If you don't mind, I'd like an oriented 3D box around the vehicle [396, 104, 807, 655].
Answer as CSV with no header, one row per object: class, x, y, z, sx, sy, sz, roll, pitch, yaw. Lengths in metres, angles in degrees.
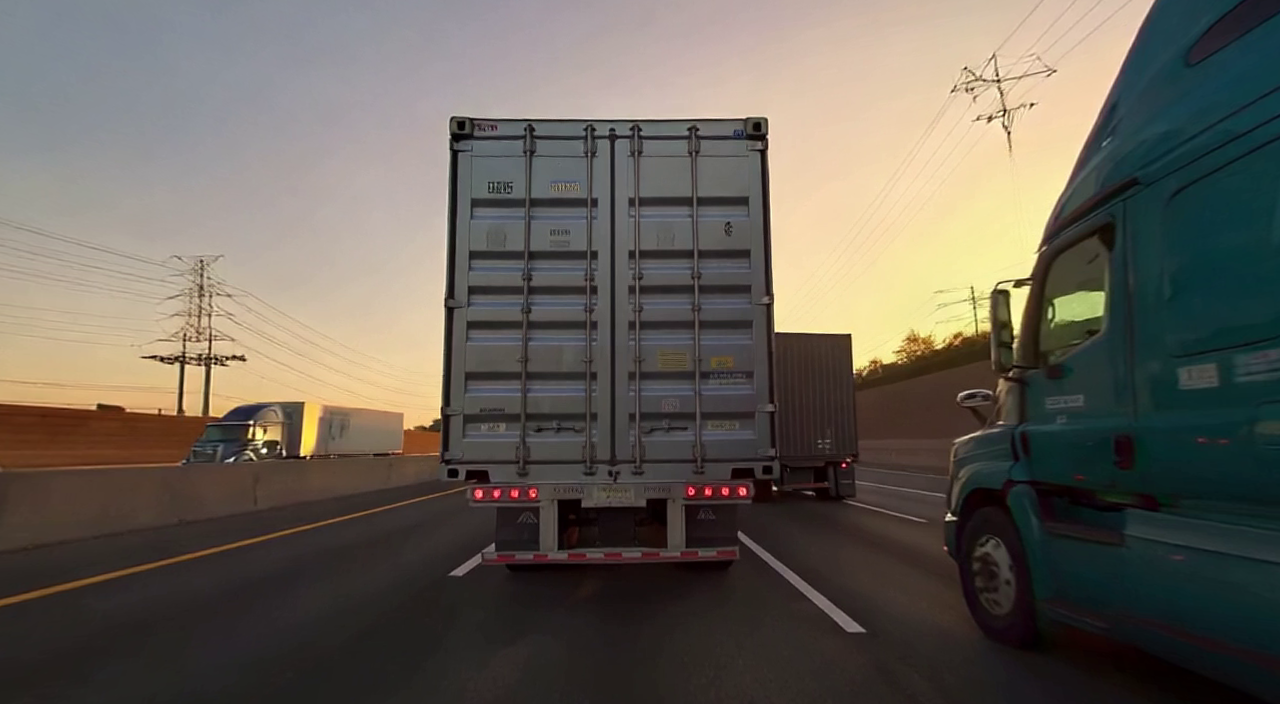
vehicle,-0.284,0.959,10.630,2.841,4.071,12.046,0,-8,0
